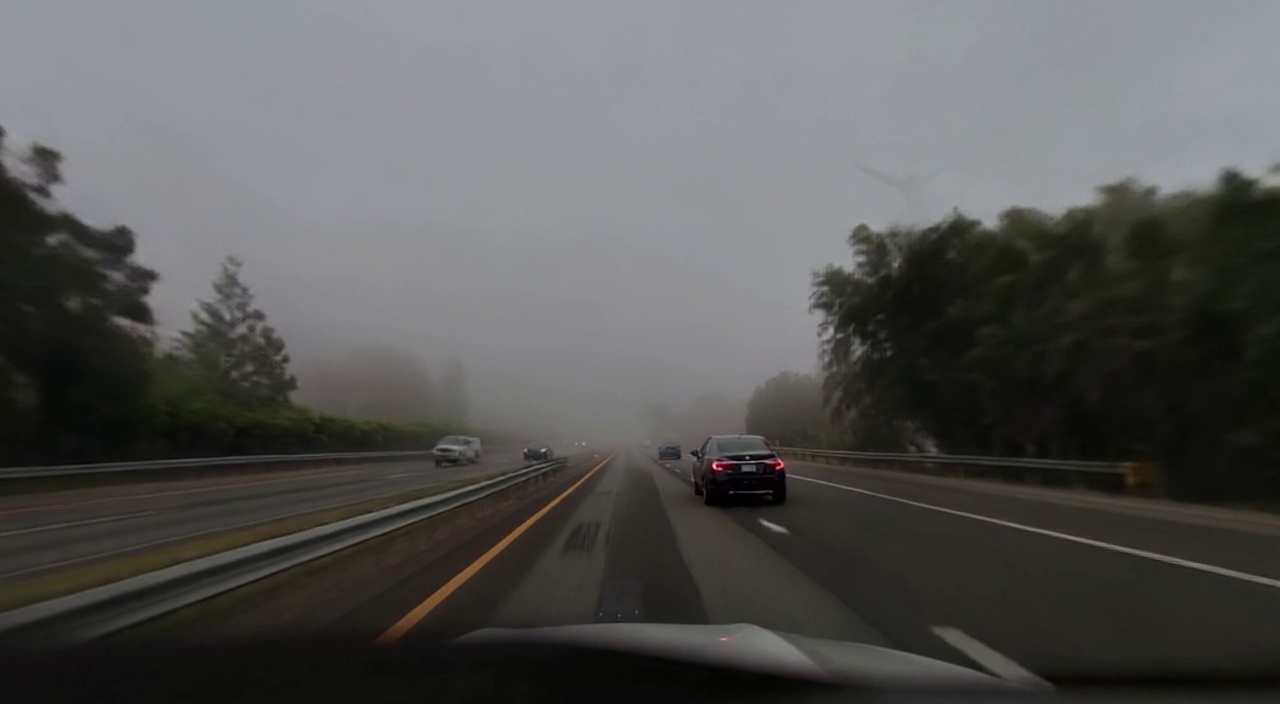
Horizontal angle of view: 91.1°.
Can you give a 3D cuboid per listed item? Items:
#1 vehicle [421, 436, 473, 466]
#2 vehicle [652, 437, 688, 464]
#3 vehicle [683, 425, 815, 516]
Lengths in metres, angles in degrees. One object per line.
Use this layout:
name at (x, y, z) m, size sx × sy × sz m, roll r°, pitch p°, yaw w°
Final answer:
vehicle at (-13.319, 6.849, 43.663) m, size 2.148 × 1.937 × 4.755 m, roll 0°, pitch -8°, yaw 0°
vehicle at (1.916, 6.491, 41.580) m, size 2.066 × 1.661 × 4.500 m, roll 0°, pitch -8°, yaw -1°
vehicle at (2.123, 2.441, 13.589) m, size 2.038 × 1.624 × 4.312 m, roll 0°, pitch -8°, yaw 0°
